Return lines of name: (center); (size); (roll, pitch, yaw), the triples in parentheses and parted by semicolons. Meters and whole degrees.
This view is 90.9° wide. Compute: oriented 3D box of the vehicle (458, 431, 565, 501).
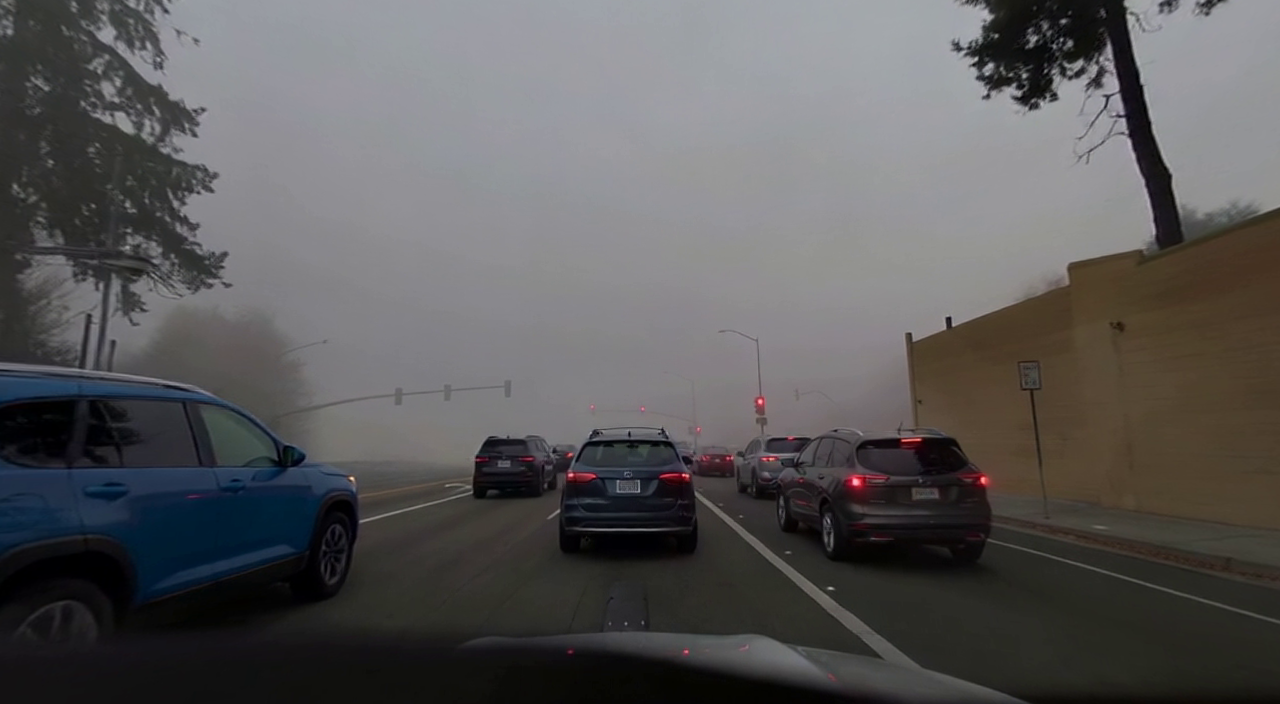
vehicle: (-3.563, 3.250, 18.458); (2.067, 1.759, 4.631); (0, -8, 1)

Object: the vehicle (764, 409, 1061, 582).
vehicle: (3.142, 1.742, 8.467); (2.029, 1.702, 4.281); (0, -8, 0)

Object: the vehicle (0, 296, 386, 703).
vehicle: (-3.550, 0.955, 3.887); (2.070, 1.913, 4.450); (0, -8, 0)

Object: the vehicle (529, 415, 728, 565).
vehicle: (-0.097, 1.845, 9.128); (2.245, 1.677, 3.913); (0, -8, 1)
